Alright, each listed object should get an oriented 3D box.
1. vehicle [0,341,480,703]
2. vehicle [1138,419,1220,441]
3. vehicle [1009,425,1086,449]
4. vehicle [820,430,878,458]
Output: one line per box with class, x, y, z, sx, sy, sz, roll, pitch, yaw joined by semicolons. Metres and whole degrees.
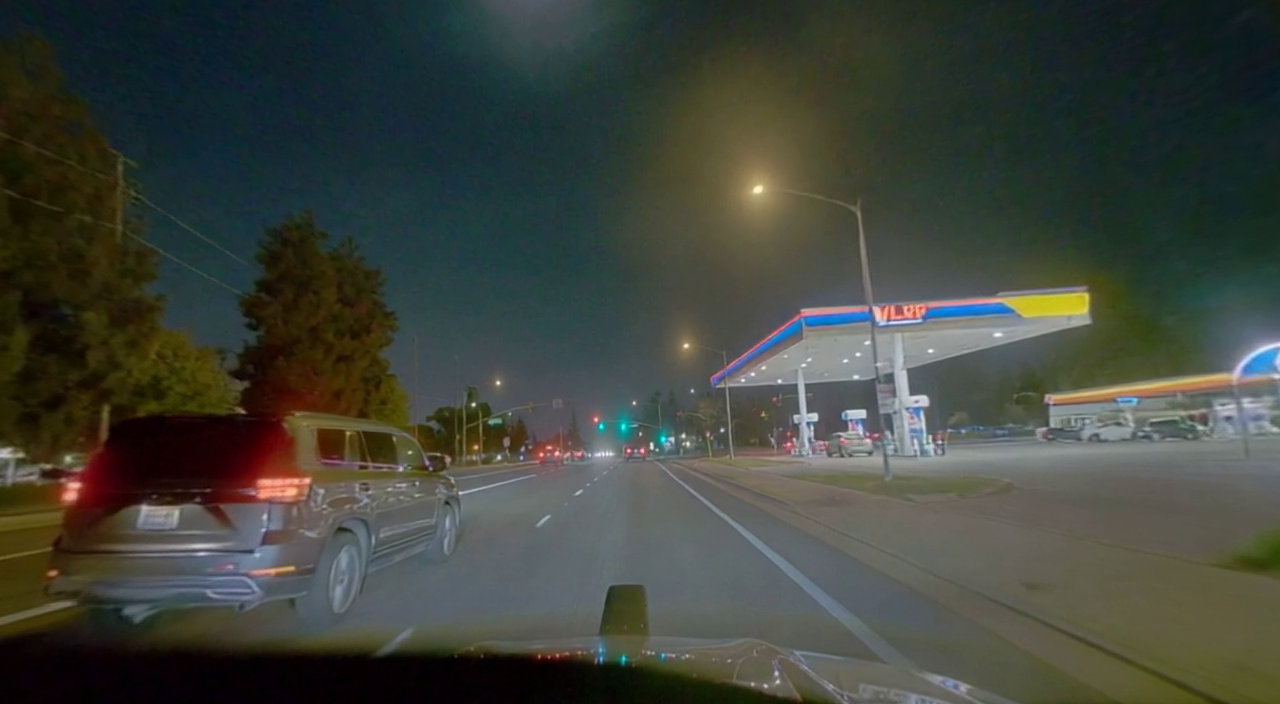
vehicle;-3.107;1.211;5.368;2.190;1.844;4.751;0;-9;1
vehicle;41.549;6.061;48.657;4.630;1.529;1.759;-8;-10;42
vehicle;30.817;6.480;47.714;4.459;1.605;1.883;-10;-12;44
vehicle;15.829;7.070;48.106;2.178;1.911;5.852;-2;-9;-2
